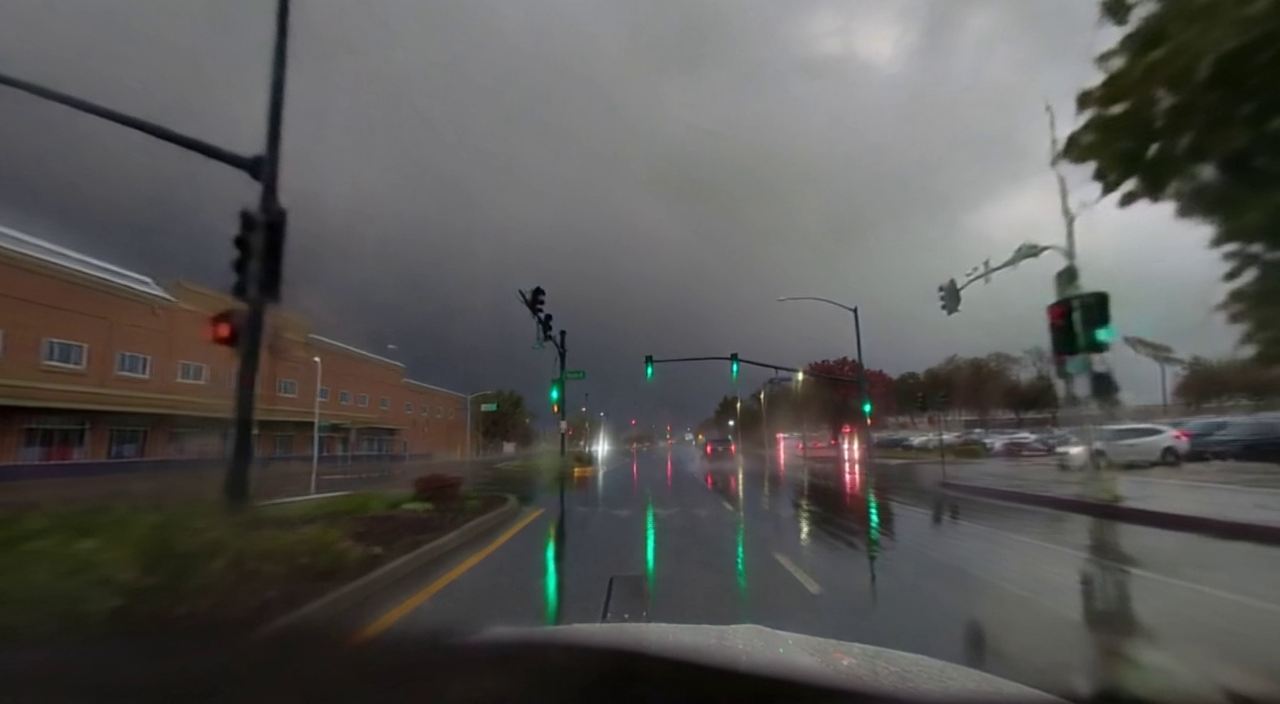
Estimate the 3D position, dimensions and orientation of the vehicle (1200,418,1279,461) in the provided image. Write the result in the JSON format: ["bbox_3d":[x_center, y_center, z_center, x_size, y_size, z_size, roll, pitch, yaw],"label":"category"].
[{"bbox_3d":[26.977,3.751,26.980,4.280,1.734,1.964,1,-8,-6],"label":"vehicle"}]

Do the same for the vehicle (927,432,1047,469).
[{"bbox_3d":[16.657,4.752,30.470,4.491,1.702,2.094,-1,-8,7],"label":"vehicle"}]

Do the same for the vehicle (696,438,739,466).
[{"bbox_3d":[4.497,5.906,37.308,2.038,1.528,4.259,0,-8,1],"label":"vehicle"}]

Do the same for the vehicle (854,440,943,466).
[{"bbox_3d":[15.344,5.981,37.515,4.581,1.434,1.893,-5,-10,31],"label":"vehicle"}]

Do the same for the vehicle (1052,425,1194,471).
[{"bbox_3d":[20.484,4.074,26.854,4.341,1.845,1.984,0,-8,0],"label":"vehicle"}]
